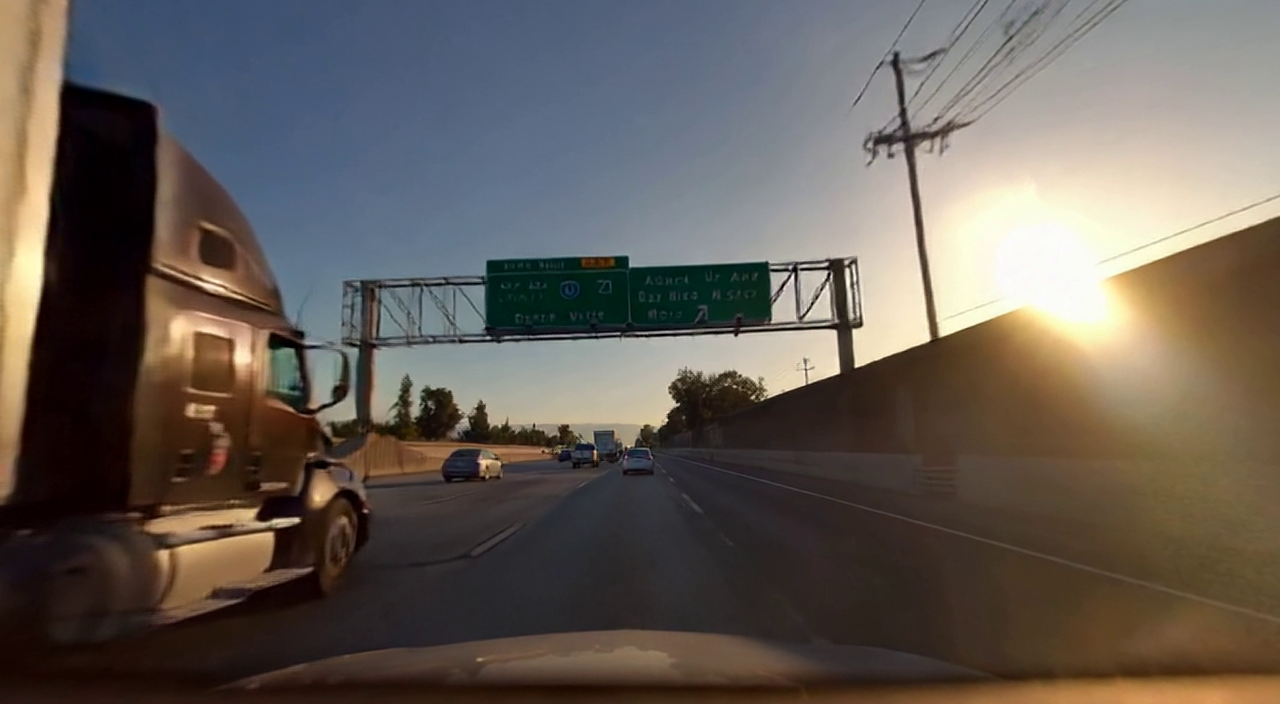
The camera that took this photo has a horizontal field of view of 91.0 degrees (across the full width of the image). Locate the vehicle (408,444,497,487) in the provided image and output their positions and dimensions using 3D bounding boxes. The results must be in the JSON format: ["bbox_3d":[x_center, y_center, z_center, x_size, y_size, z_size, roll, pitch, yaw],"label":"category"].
[{"bbox_3d":[-7.235,4.391,24.810,2.025,1.510,4.582,-1,-9,1],"label":"vehicle"}]

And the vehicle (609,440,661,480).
[{"bbox_3d":[-0.204,4.875,28.649,2.178,1.640,4.071,0,-9,0],"label":"vehicle"}]

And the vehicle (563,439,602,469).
[{"bbox_3d":[-3.813,6.856,42.478,2.109,1.840,4.614,0,-9,1],"label":"vehicle"}]
